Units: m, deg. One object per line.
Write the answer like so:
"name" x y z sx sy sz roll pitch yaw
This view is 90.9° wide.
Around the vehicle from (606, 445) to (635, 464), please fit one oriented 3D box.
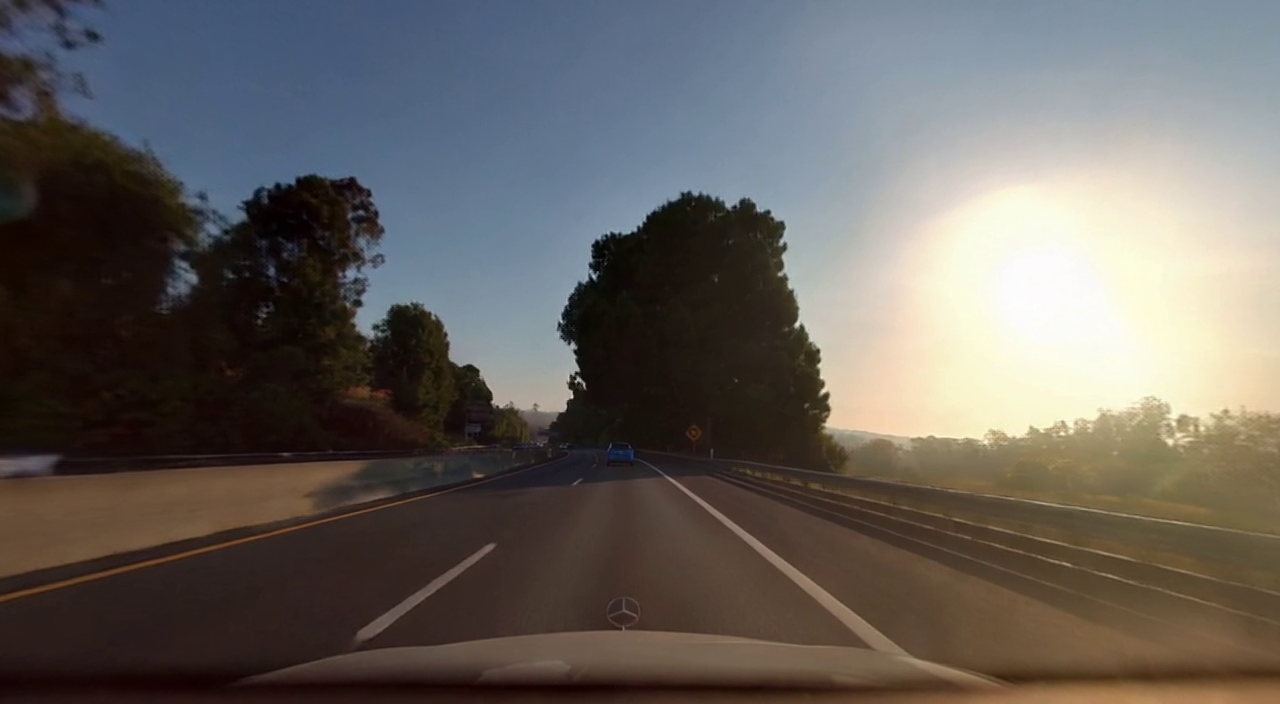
"vehicle" -1.561 8.056 49.433 2.126 1.411 4.433 0 -9 -3
